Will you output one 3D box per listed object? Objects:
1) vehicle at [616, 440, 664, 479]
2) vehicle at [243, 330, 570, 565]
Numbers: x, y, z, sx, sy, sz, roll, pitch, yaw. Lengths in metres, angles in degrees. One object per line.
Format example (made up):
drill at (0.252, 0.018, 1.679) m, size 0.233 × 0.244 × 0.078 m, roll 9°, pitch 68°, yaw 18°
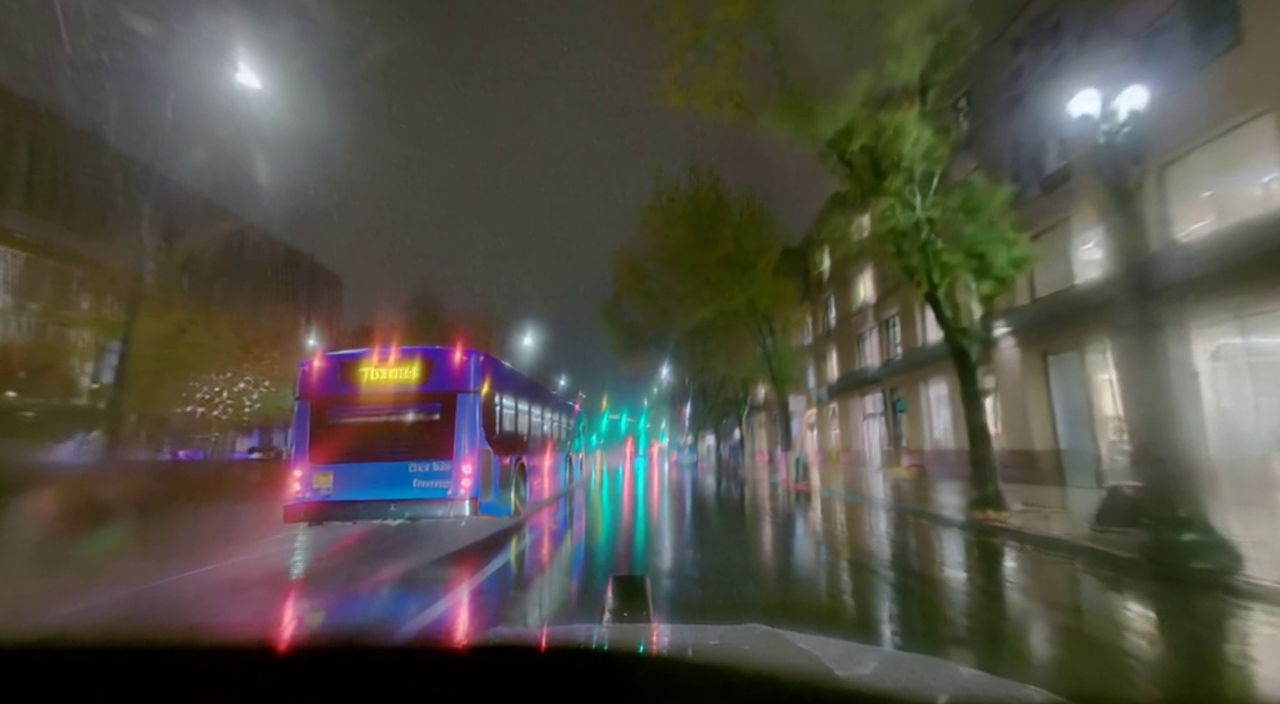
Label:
vehicle at (0.042, 5.051, 29.853) m, size 2.120 × 1.727 × 3.917 m, roll 0°, pitch -9°, yaw 1°
vehicle at (-3.353, 1.742, 12.151) m, size 2.920 × 2.884 × 8.588 m, roll 0°, pitch -8°, yaw 1°
